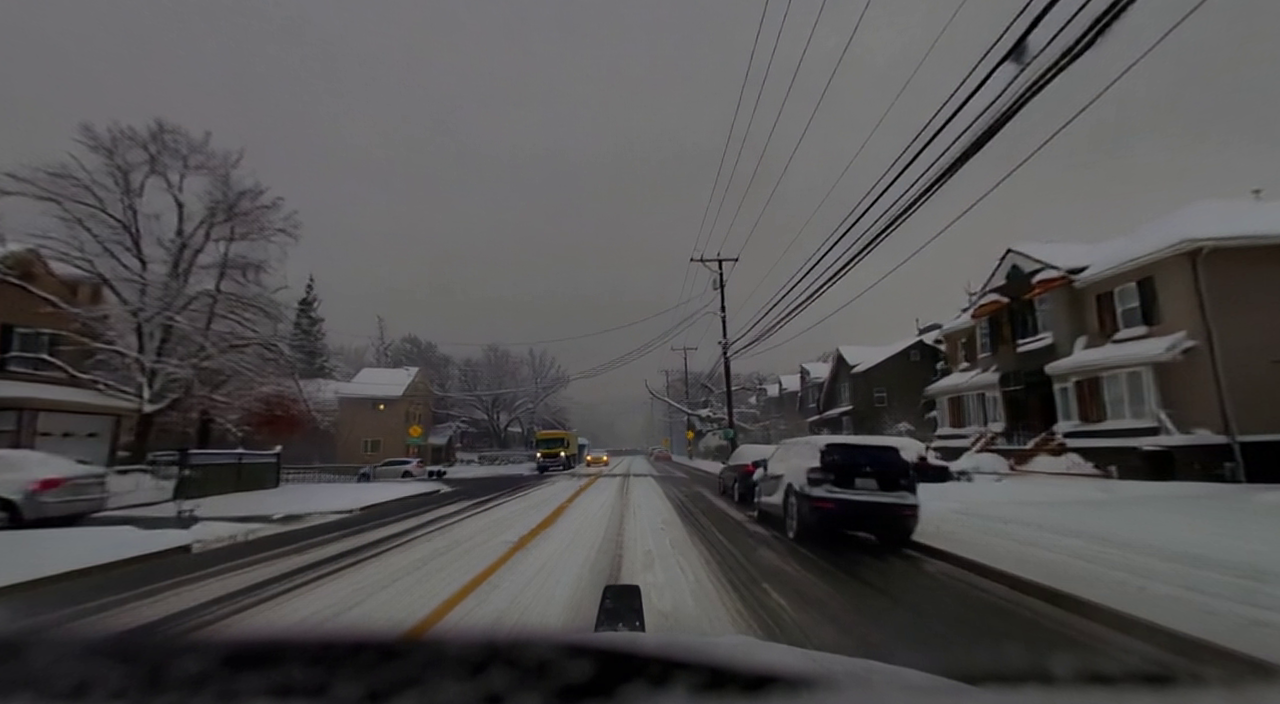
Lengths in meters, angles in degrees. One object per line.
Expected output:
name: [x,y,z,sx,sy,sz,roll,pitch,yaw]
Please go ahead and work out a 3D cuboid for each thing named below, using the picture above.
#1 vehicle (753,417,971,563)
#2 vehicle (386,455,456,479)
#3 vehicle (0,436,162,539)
vehicle: [3.107,2.001,9.851,1.945,1.792,3.903,0,-9,0]
vehicle: [-15.254,8.003,44.127,4.204,1.626,1.874,1,-9,-5]
vehicle: [-11.747,2.391,11.460,4.480,1.665,1.930,0,-9,-1]
